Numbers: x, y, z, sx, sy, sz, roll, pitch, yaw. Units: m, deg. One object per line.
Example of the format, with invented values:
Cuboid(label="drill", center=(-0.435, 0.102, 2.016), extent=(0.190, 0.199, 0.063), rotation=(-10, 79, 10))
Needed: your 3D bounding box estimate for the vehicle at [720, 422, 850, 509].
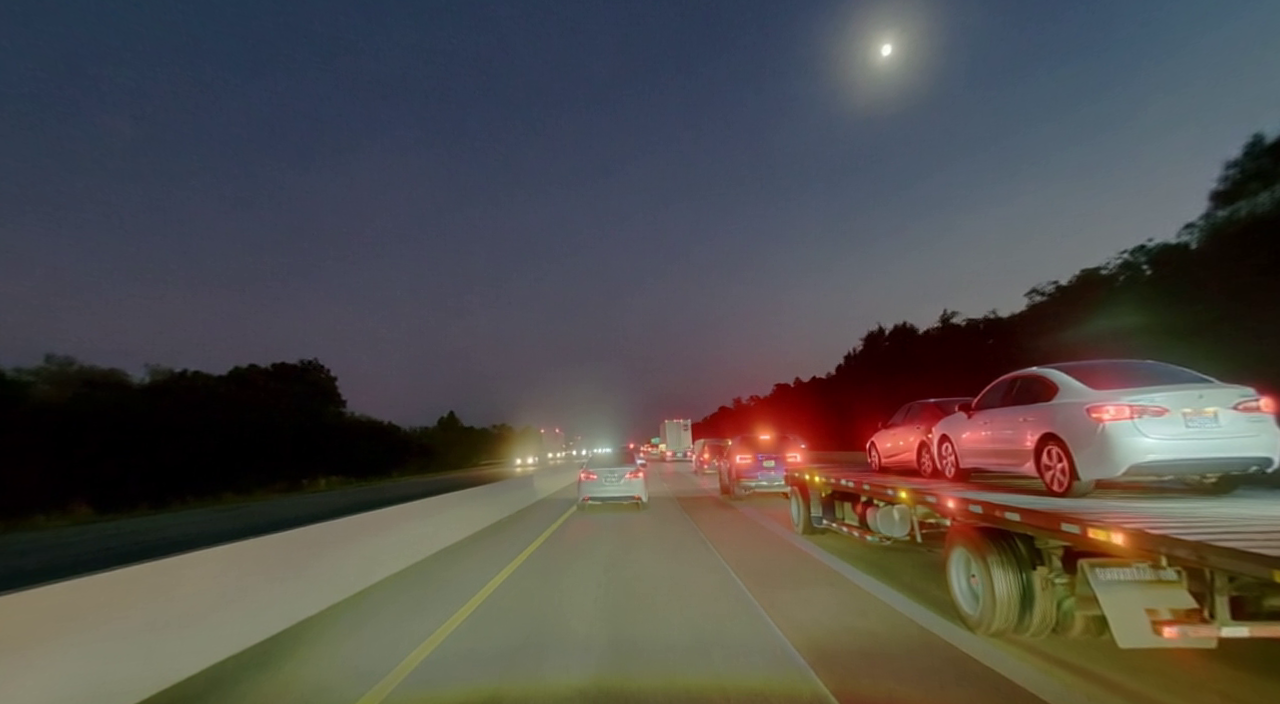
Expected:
Cuboid(label="vehicle", center=(3.425, 2.789, 15.798), extent=(2.303, 1.889, 3.920), rotation=(0, -9, 0))

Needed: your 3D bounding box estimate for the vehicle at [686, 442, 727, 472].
Cuboid(label="vehicle", center=(3.914, 6.254, 37.600), extent=(1.938, 1.660, 4.223), rotation=(0, -9, -1))

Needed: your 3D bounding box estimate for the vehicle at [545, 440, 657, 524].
Cuboid(label="vehicle", center=(-0.683, 2.618, 13.131), extent=(1.991, 1.466, 3.675), rotation=(0, -9, 0))

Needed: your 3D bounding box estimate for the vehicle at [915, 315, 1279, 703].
Cuboid(label="vehicle", center=(3.484, 0.903, 3.410), extent=(1.959, 1.783, 4.407), rotation=(0, -9, 0))
